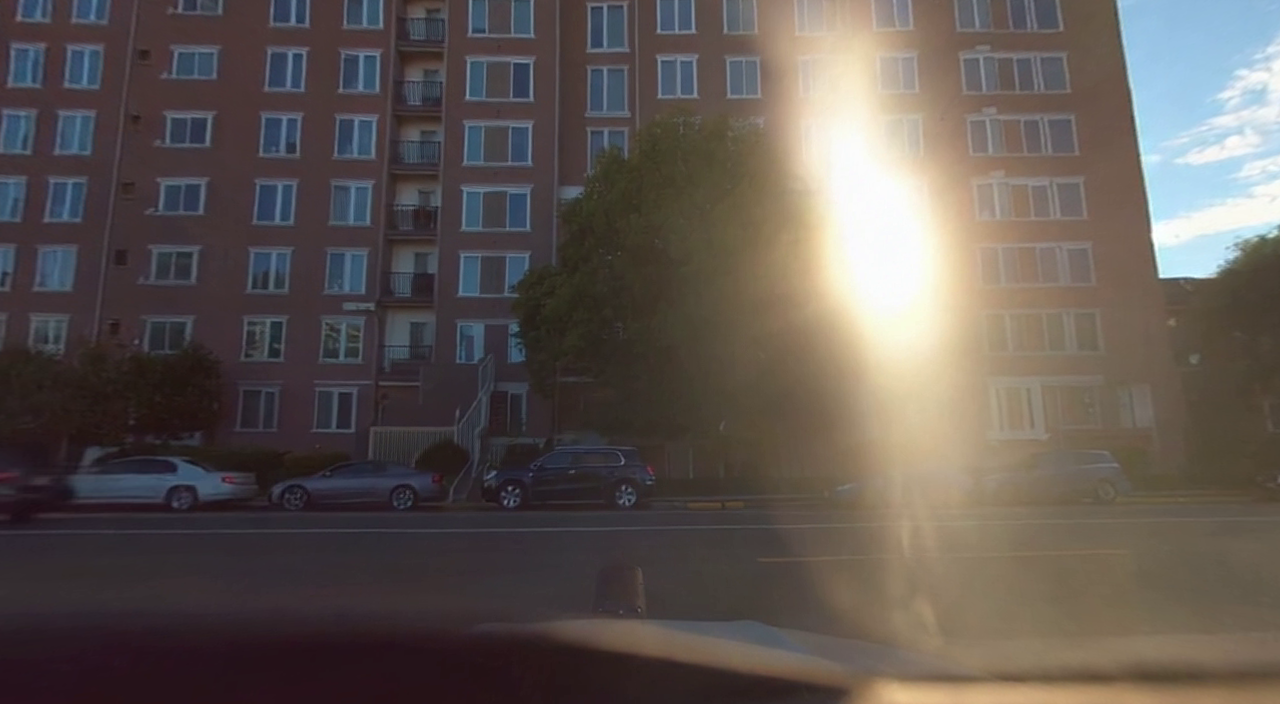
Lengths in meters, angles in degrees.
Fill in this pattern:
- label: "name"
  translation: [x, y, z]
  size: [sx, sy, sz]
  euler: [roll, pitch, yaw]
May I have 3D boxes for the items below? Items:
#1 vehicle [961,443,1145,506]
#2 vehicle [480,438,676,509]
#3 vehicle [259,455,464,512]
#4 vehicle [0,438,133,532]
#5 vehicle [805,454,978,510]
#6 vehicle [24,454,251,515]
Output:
- label: "vehicle"
  translation: [13.048, 3.827, 20.127]
  size: [4.544, 1.780, 1.966]
  euler: [0, -8, -6]
- label: "vehicle"
  translation: [-1.793, 3.475, 18.213]
  size: [5.299, 1.860, 2.098]
  euler: [2, -11, -10]
- label: "vehicle"
  translation: [-7.523, 3.631, 17.549]
  size: [4.851, 1.339, 1.785]
  euler: [0, -12, -7]
- label: "vehicle"
  translation: [-11.985, 2.276, 11.030]
  size: [4.396, 1.501, 1.955]
  euler: [1, -9, -7]
- label: "vehicle"
  translation: [7.560, 3.899, 19.174]
  size: [4.521, 1.411, 1.726]
  euler: [0, -9, -9]
- label: "vehicle"
  translation: [-13.186, 3.477, 16.863]
  size: [4.336, 1.438, 1.776]
  euler: [1, -8, -8]
